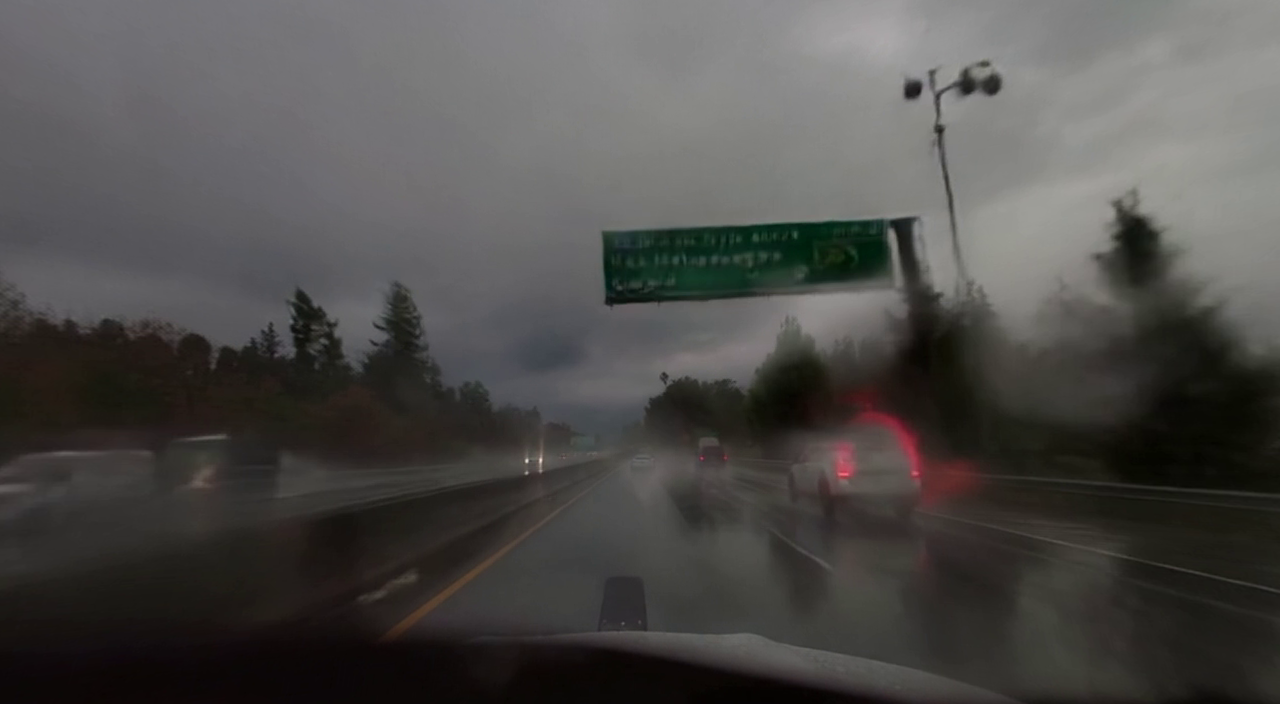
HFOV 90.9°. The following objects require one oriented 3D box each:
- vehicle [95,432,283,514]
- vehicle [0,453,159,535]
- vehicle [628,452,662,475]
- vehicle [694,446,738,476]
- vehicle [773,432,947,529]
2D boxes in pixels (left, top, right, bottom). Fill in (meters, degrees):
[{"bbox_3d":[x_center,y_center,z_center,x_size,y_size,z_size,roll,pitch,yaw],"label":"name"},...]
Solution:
[{"bbox_3d":[-15.992,4.305,22.969,2.507,2.577,5.744,0,-9,0],"label":"vehicle"},{"bbox_3d":[-15.905,3.673,16.902,2.024,1.869,4.992,0,-9,0],"label":"vehicle"},{"bbox_3d":[0.310,6.913,39.274,2.012,1.320,3.777,0,-9,1],"label":"vehicle"},{"bbox_3d":[4.282,6.221,36.177,1.935,1.594,3.981,0,-9,-1],"label":"vehicle"},{"bbox_3d":[4.267,2.571,13.127,1.969,1.639,4.472,0,-9,0],"label":"vehicle"}]
